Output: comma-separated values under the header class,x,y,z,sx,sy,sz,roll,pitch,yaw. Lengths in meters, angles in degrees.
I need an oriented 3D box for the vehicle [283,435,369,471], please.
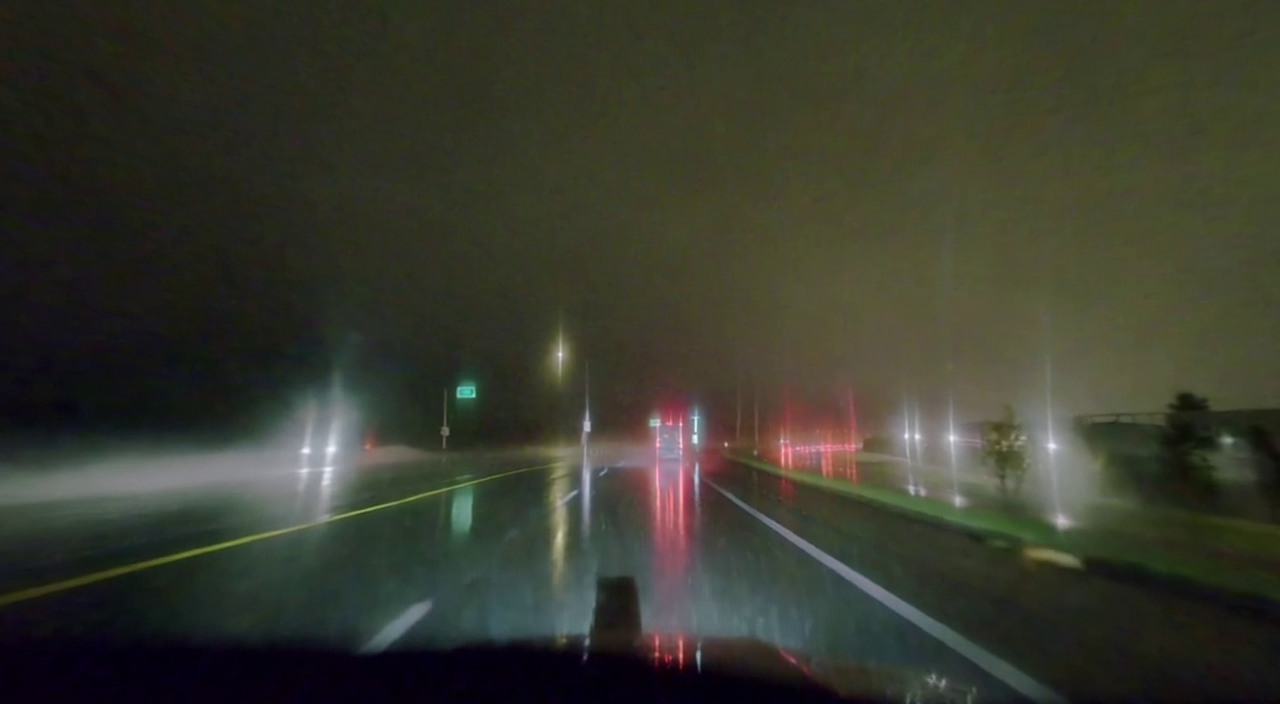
class,x,y,z,sx,sy,sz,roll,pitch,yaw
vehicle,-15.891,5.111,32.151,2.000,1.721,4.376,-1,-8,3
